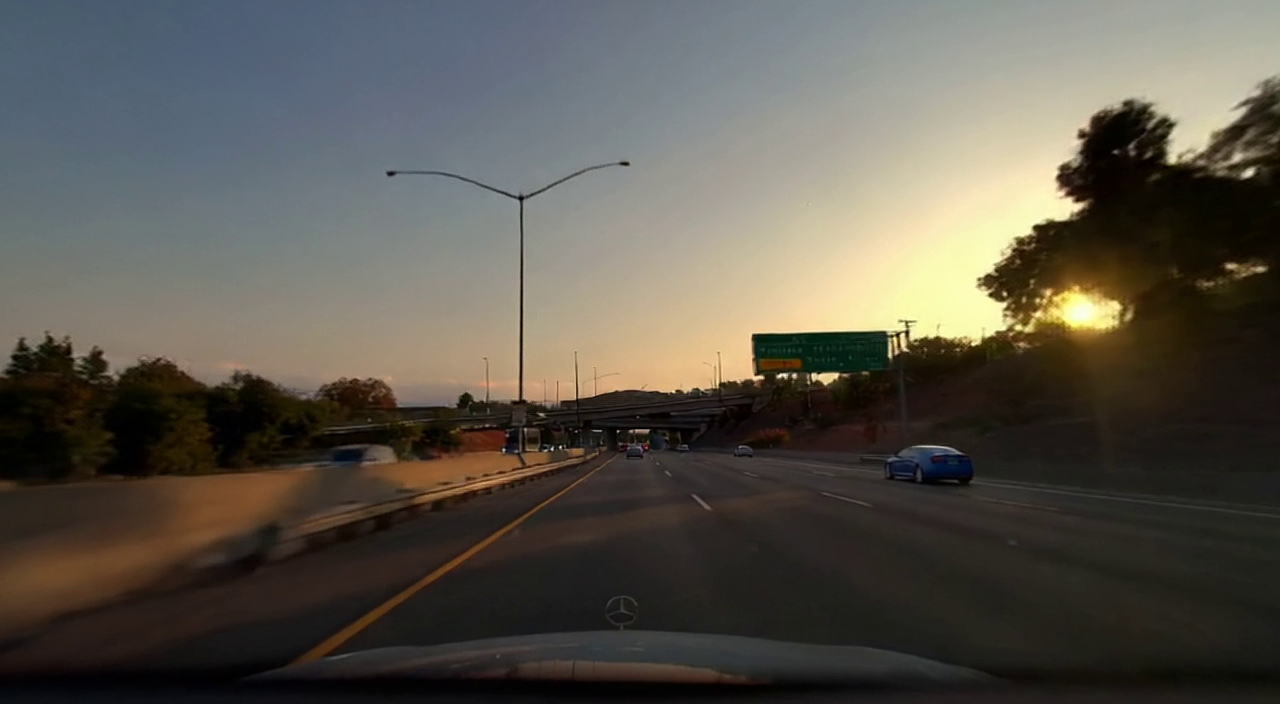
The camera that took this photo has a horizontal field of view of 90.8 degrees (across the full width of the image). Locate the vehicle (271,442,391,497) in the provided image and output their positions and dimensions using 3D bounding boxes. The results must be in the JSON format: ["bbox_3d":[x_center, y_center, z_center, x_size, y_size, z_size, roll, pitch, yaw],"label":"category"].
[{"bbox_3d":[-10.479,3.963,21.808,2.153,1.664,3.881,0,-8,0],"label":"vehicle"}]

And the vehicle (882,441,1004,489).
[{"bbox_3d":[10.671,3.964,22.734,2.024,1.481,4.747,0,-8,0],"label":"vehicle"}]
